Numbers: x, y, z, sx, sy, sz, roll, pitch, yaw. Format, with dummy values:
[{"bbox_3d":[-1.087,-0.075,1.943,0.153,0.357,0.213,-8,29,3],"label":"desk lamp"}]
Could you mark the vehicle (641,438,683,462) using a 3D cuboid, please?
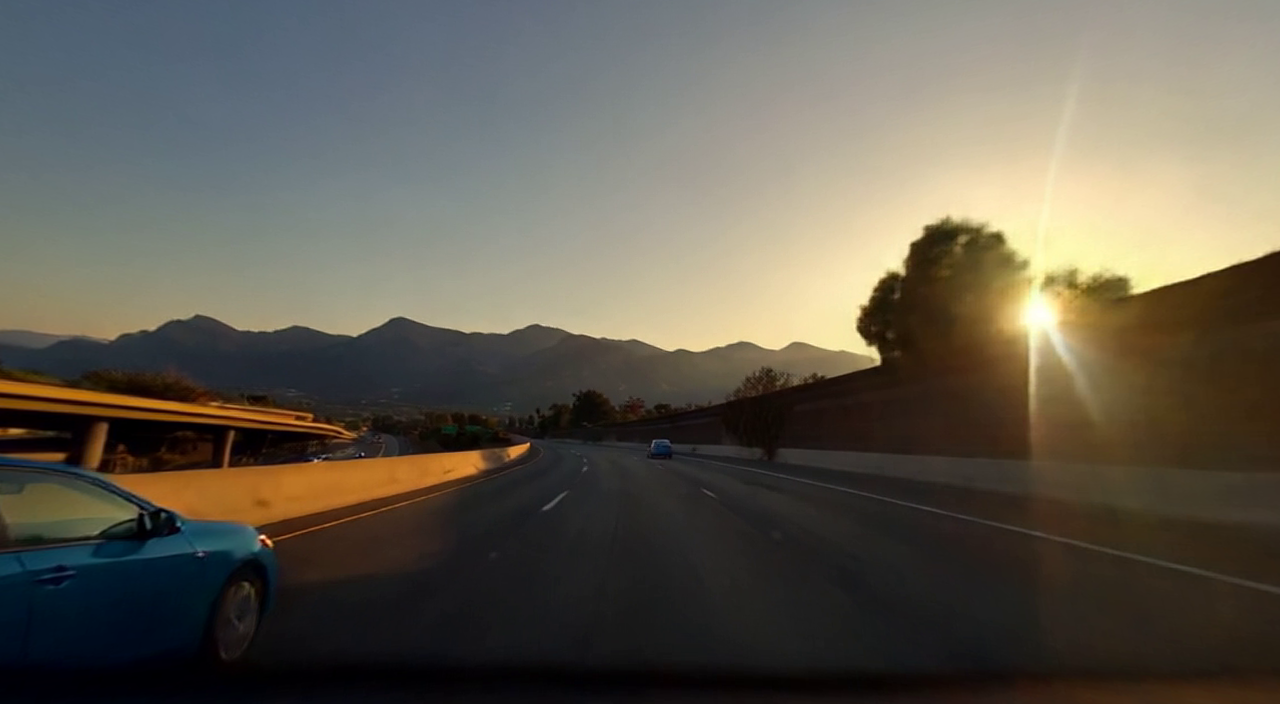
[{"bbox_3d":[1.317,6.298,40.502,1.985,1.440,4.466,1,-9,-7],"label":"vehicle"}]
